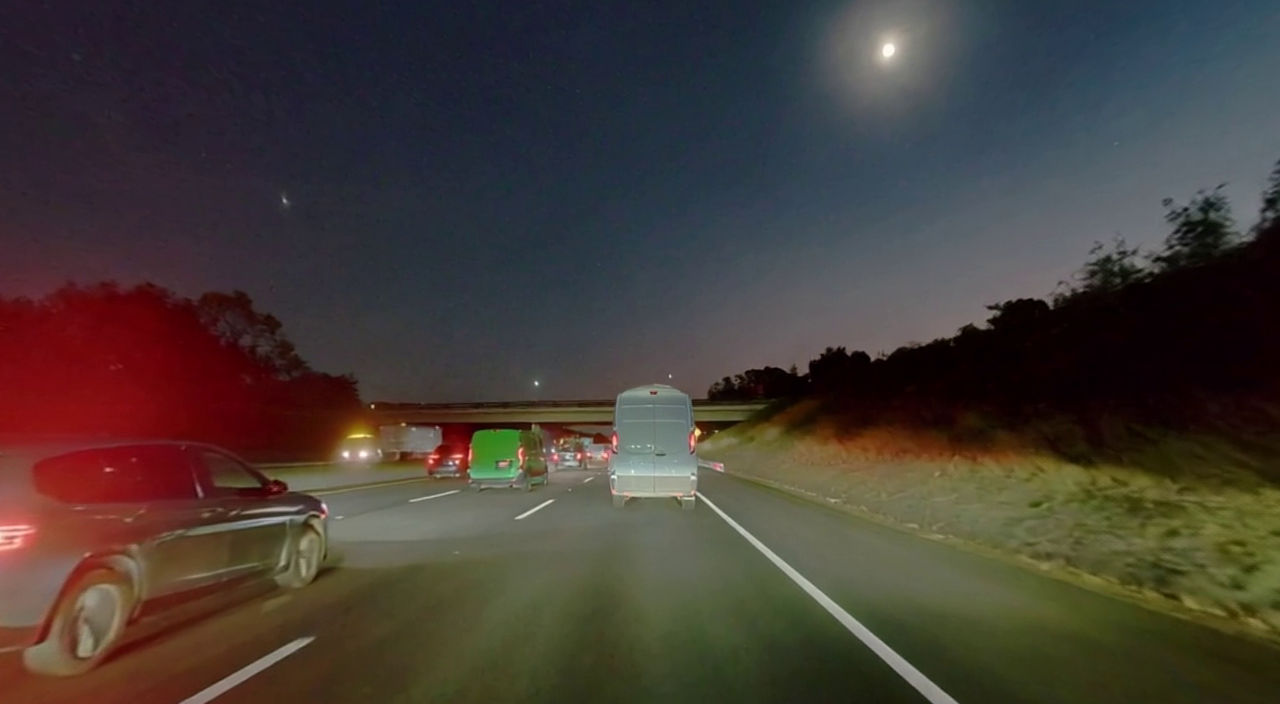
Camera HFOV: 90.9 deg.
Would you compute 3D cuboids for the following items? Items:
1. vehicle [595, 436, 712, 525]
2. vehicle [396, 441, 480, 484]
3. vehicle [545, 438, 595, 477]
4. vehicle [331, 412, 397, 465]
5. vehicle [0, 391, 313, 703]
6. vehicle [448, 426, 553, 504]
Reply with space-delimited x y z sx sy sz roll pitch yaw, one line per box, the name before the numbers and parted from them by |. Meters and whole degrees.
vehicle | 0.220 2.479 12.559 1.991 1.507 3.391 0 -9 0
vehicle | -8.373 4.613 26.554 2.093 1.675 4.233 0 -9 0
vehicle | -3.517 5.431 32.488 2.068 1.862 4.234 0 -9 1
vehicle | -18.882 5.956 43.315 2.996 3.451 2.930 0 -9 1
vehicle | -3.803 1.091 3.664 1.845 1.554 3.565 0 -9 0
vehicle | -3.679 3.073 17.416 1.951 1.882 3.979 0 -9 0
